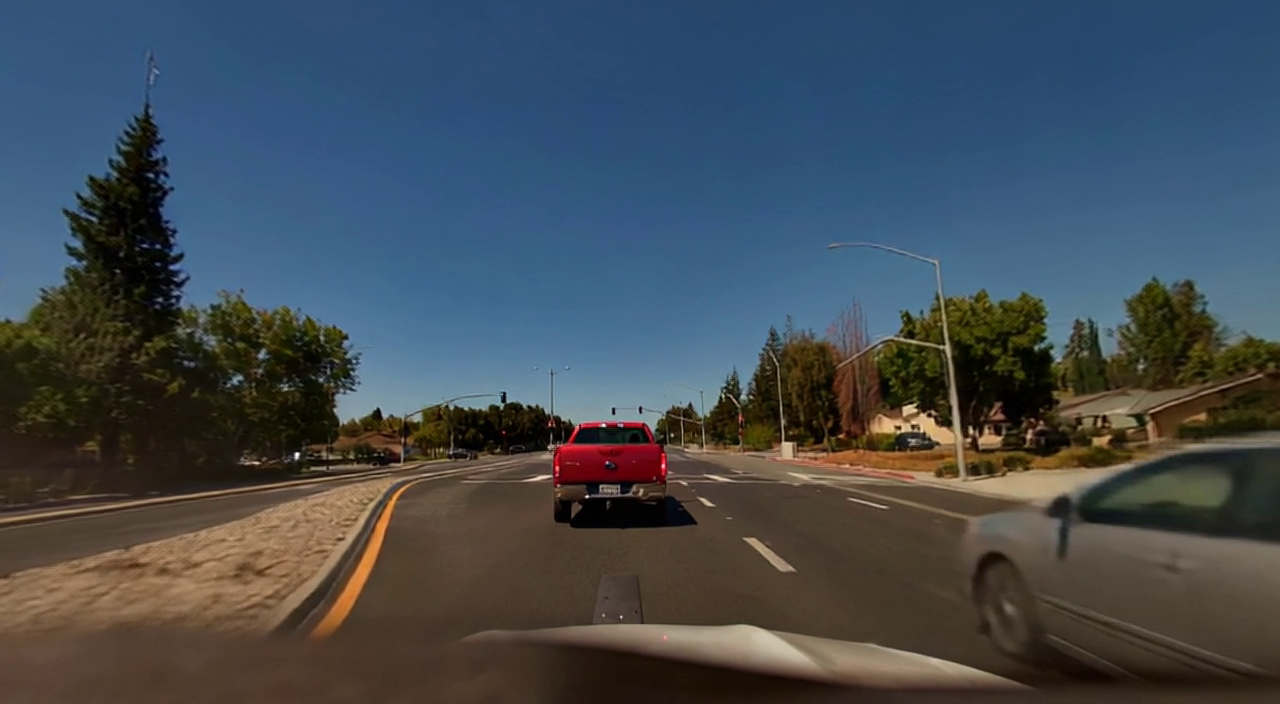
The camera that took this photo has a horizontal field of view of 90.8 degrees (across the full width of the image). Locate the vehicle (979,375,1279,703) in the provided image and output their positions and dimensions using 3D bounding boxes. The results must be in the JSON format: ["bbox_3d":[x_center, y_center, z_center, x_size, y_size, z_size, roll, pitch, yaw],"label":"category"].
[{"bbox_3d":[2.927,0.722,1.192,2.073,1.484,4.437,0,-8,-1],"label":"vehicle"}]

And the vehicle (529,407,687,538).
[{"bbox_3d":[-0.470,1.963,11.036,2.145,1.762,4.731,0,-8,-1],"label":"vehicle"}]
